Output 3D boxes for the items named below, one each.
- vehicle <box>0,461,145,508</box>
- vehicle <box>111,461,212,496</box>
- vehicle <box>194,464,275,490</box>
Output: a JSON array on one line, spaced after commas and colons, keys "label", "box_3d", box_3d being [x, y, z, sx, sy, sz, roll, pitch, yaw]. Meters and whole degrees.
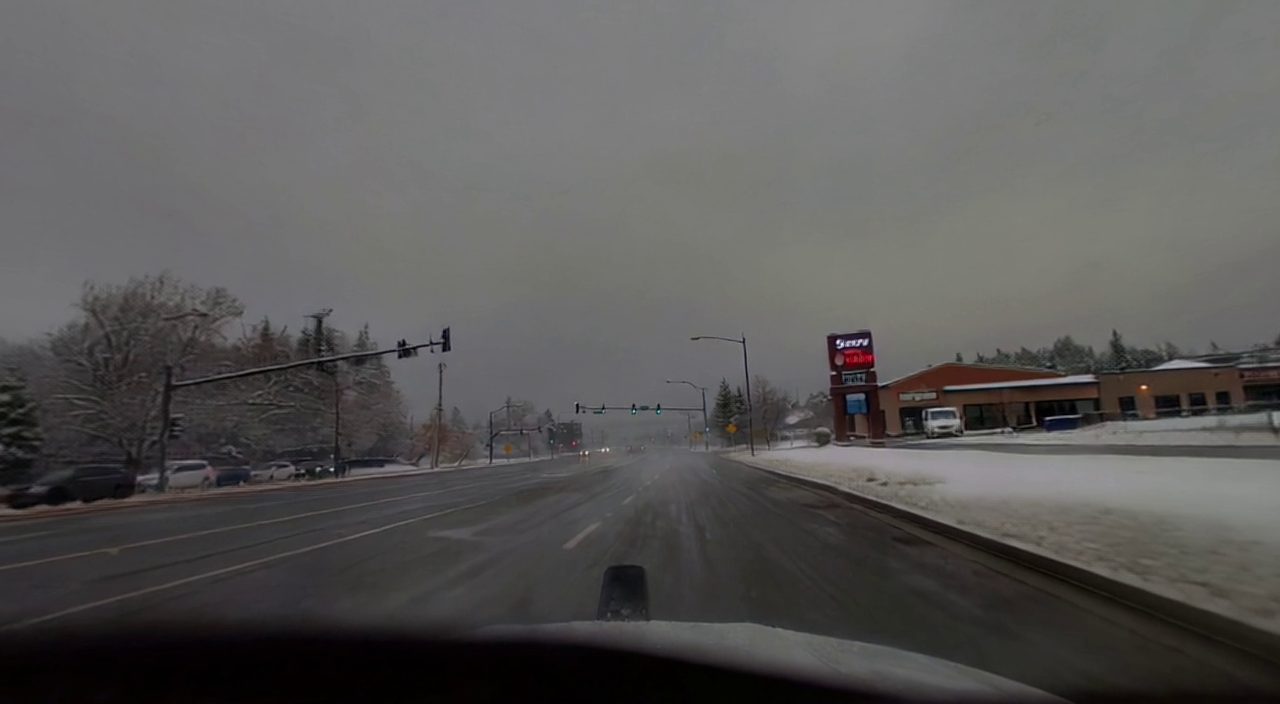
[{"label": "vehicle", "box_3d": [-22.634, 5.196, 25.072, 1.918, 1.503, 4.632, -6, -10, 5]}, {"label": "vehicle", "box_3d": [-28.008, 7.371, 37.086, 2.009, 1.798, 4.673, -1, -8, 4]}, {"label": "vehicle", "box_3d": [-24.512, 7.545, 38.302, 1.827, 1.370, 4.191, -1, -8, 6]}]
